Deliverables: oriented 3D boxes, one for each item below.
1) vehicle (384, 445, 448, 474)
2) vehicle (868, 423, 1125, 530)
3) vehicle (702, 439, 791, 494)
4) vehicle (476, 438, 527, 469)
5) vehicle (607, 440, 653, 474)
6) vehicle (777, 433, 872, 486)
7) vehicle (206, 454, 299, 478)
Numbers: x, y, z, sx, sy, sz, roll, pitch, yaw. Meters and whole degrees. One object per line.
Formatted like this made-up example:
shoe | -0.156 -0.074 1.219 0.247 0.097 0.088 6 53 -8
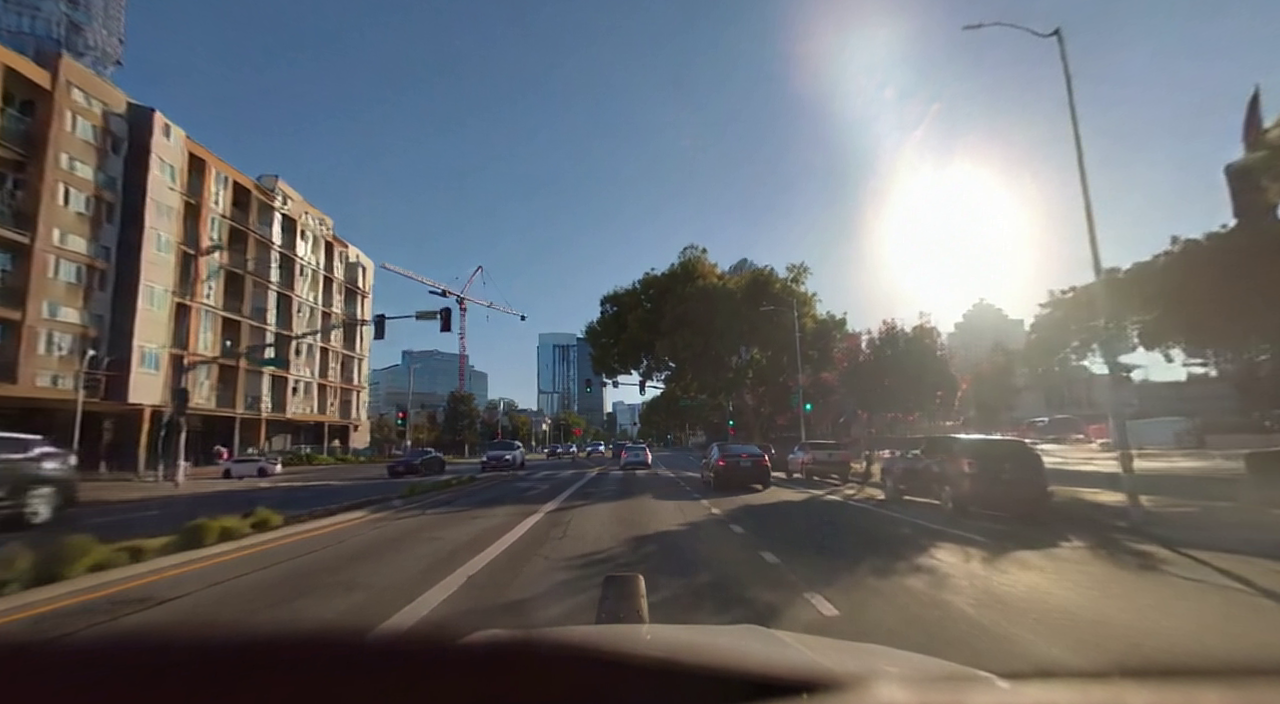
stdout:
vehicle | -12.620 6.064 35.864 1.943 1.473 4.463 0 -9 0
vehicle | 7.328 2.621 13.996 2.317 1.852 5.530 0 -9 -2
vehicle | 3.105 3.413 19.232 1.910 1.474 4.003 0 -9 -1
vehicle | -8.479 6.246 39.063 2.115 1.723 4.698 0 -9 0
vehicle | -0.466 4.938 29.782 2.006 1.487 3.535 0 -9 -1
vehicle | 7.148 4.240 25.237 2.125 1.838 5.555 0 -9 0
vehicle | -24.406 7.172 39.911 4.575 1.414 1.895 0 -9 -5
